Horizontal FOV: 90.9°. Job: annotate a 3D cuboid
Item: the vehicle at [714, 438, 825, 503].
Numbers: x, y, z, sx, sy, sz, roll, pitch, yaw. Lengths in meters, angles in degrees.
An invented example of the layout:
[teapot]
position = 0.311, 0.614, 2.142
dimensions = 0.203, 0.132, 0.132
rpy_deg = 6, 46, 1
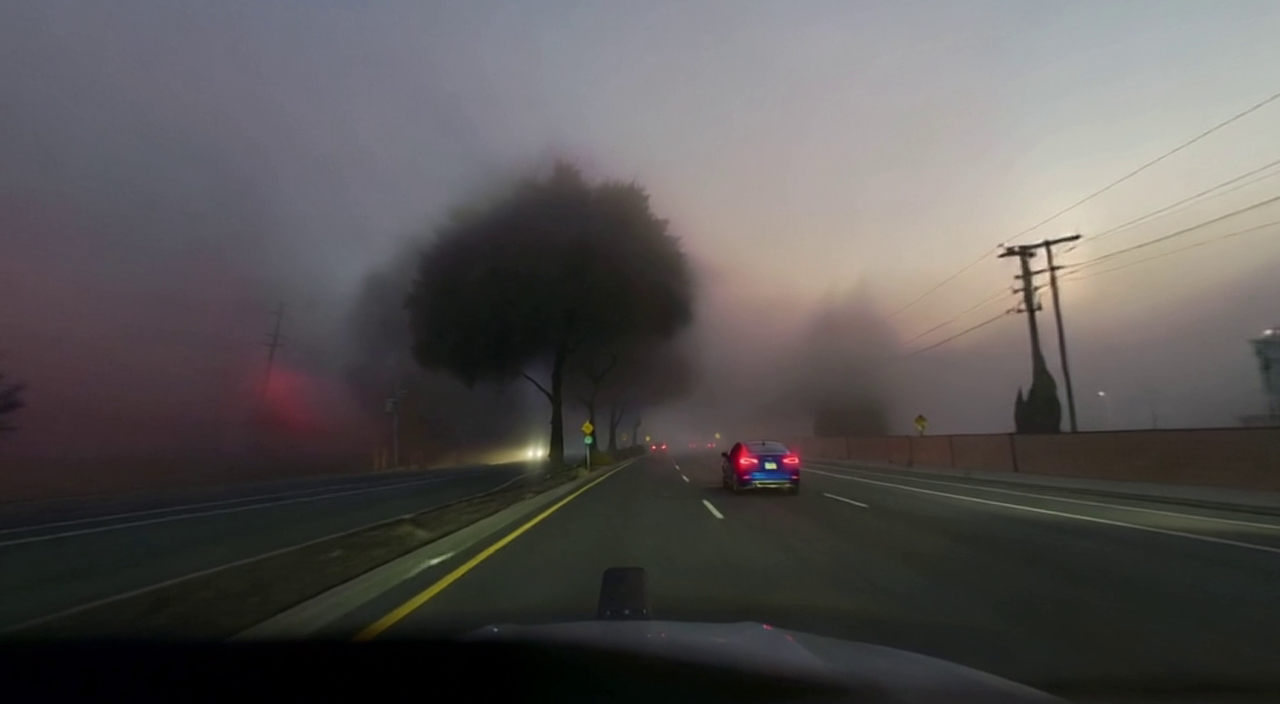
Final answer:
[vehicle]
position = 3.254, 3.062, 16.806
dimensions = 2.063, 1.481, 4.247
rpy_deg = 0, -8, 0
